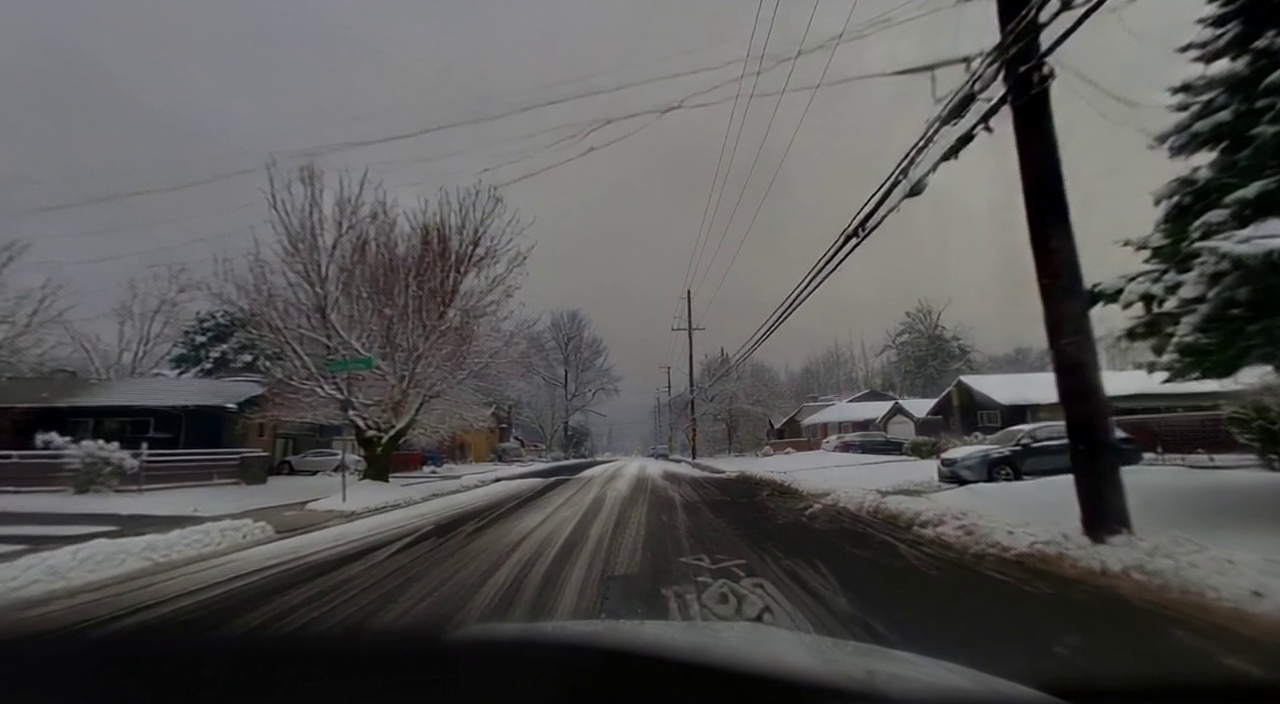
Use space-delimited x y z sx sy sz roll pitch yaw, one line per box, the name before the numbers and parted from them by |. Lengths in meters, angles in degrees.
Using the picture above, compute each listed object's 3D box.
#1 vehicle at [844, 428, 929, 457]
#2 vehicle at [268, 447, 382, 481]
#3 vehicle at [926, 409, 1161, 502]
vehicle | 15.765 5.832 40.592 4.562 1.832 1.987 0 -9 -2
vehicle | -14.500 5.122 29.141 4.477 1.449 1.922 5 -10 -31
vehicle | 10.273 2.656 16.320 4.697 1.604 1.838 -8 -8 -3
